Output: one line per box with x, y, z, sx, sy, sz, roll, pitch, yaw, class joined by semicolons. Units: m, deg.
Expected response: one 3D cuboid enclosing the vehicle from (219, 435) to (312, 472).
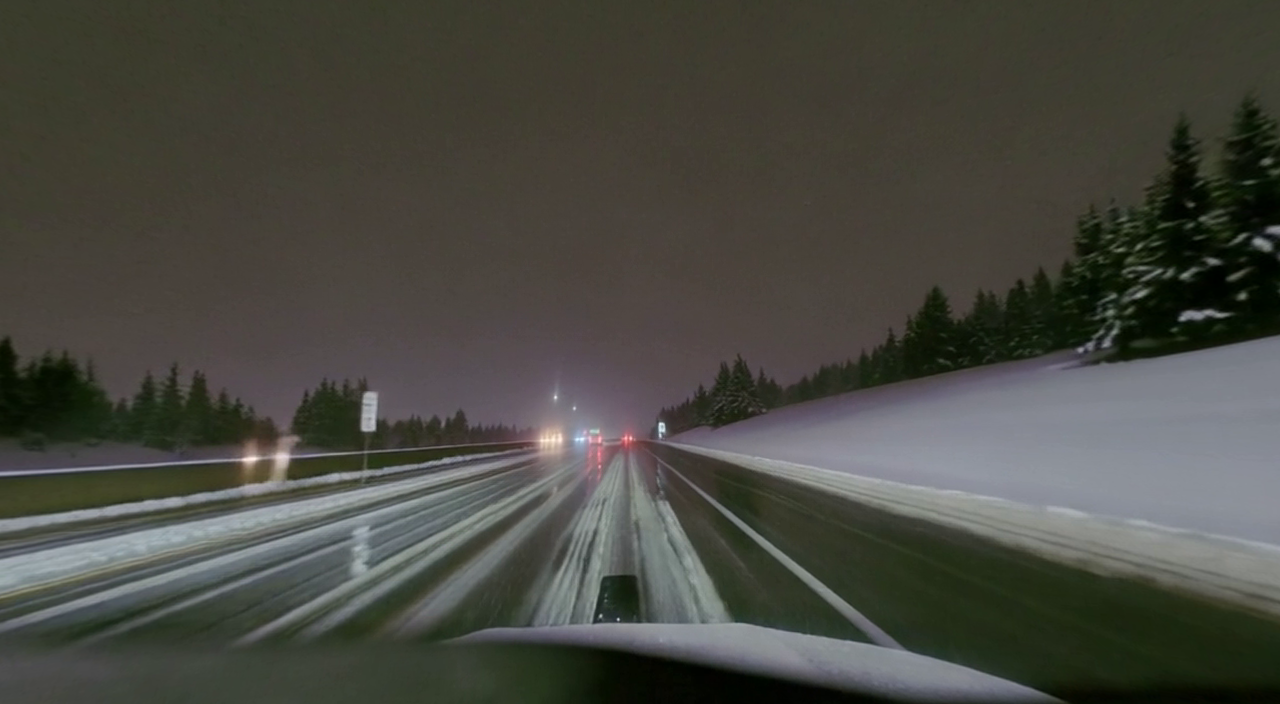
-16.562;4.480;28.058;1.726;1.485;4.013;0;-8;-2;vehicle
